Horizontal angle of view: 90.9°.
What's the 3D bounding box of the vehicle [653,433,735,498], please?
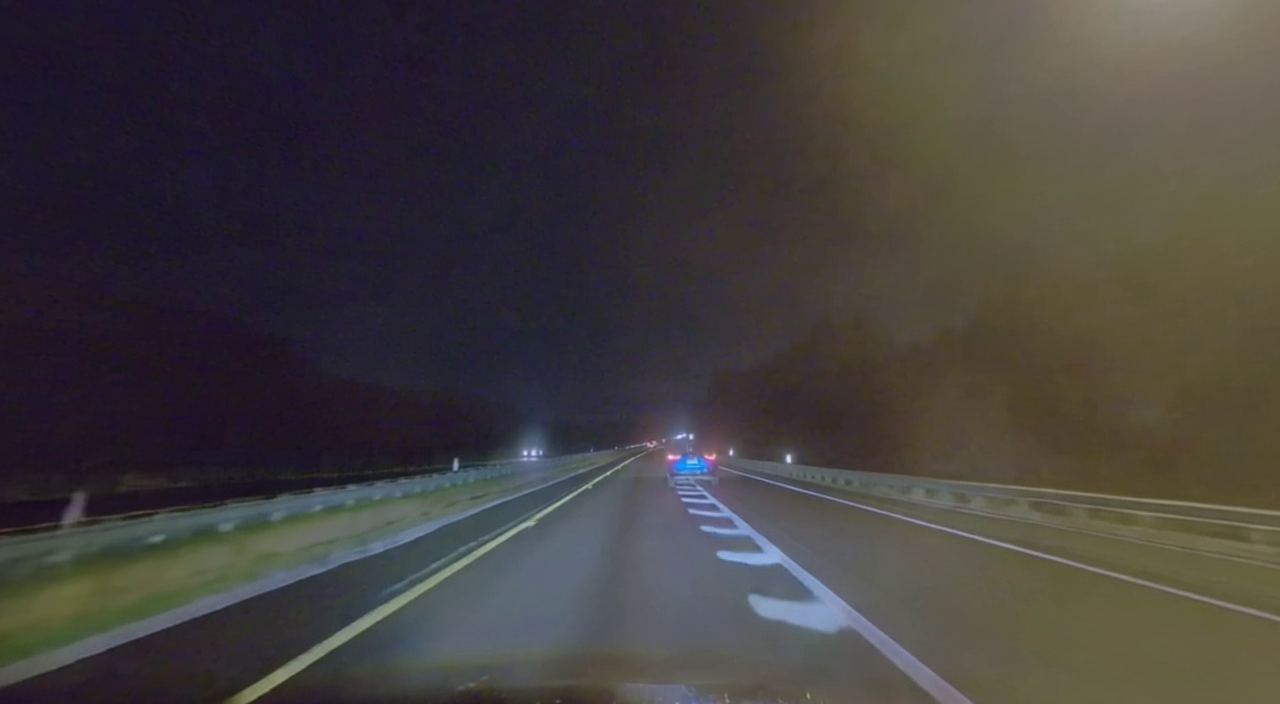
[{"bbox_3d":[1.506,3.352,19.055,2.143,1.693,4.513,-1,-8,2],"label":"vehicle"}]
